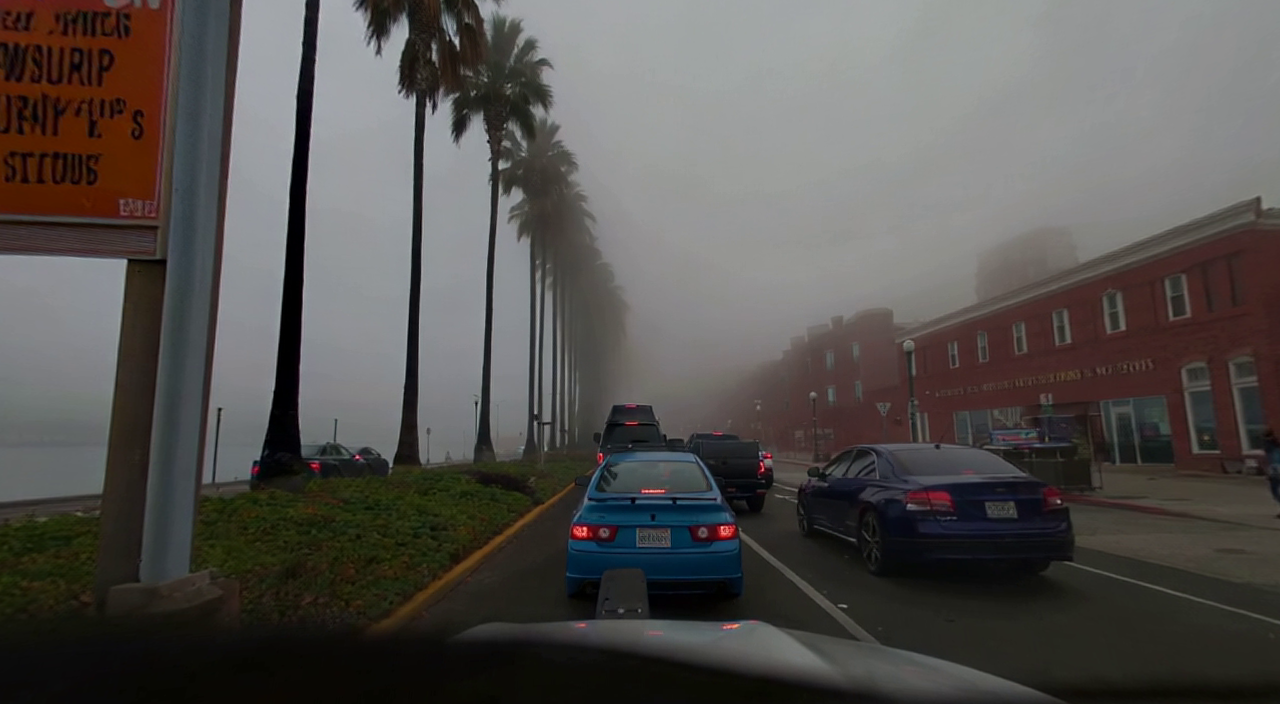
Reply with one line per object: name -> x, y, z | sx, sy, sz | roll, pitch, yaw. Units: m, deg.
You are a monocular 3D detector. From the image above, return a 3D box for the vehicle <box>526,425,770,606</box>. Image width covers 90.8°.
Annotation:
vehicle -> 0.063, 1.662, 7.246 | 2.048, 1.503, 3.681 | 0, -9, 0

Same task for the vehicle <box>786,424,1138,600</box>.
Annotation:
vehicle -> 3.289, 1.711, 7.705 | 1.920, 1.490, 4.417 | 0, -9, -1

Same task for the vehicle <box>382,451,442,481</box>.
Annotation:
vehicle -> -14.937, 7.480, 41.662 | 2.104, 1.802, 4.852 | -1, -8, 1
